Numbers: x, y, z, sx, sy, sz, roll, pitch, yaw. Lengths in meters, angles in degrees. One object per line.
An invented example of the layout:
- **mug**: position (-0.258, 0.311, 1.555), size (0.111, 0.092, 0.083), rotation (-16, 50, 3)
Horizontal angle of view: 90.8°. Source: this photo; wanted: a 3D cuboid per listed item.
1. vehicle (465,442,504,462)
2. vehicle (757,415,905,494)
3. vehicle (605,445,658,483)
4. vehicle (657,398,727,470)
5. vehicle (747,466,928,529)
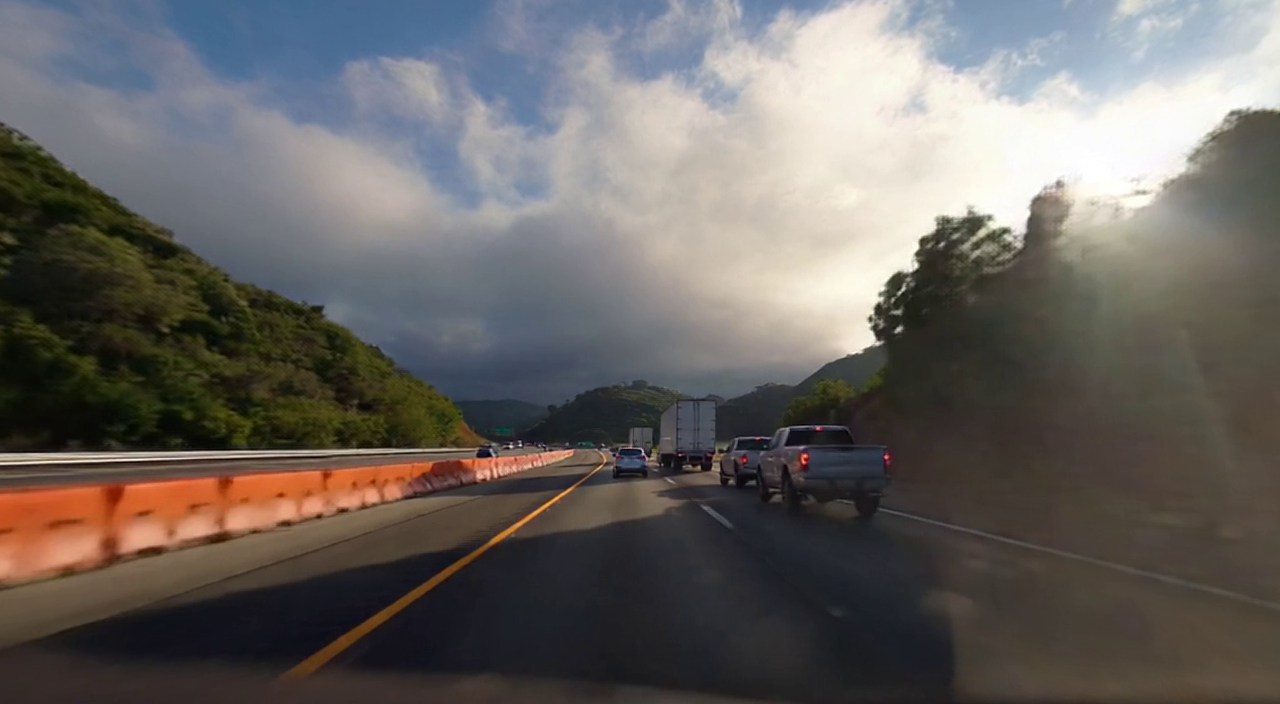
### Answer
- **vehicle**: position (-12.230, 7.885, 49.922), size (2.021, 1.499, 4.455), rotation (0, -9, -1)
- **vehicle**: position (4.005, 2.261, 14.048), size (1.873, 1.465, 4.264), rotation (0, -9, -1)
- **vehicle**: position (-0.351, 4.581, 25.991), size (2.029, 1.437, 3.794), rotation (0, -9, -1)
- **vehicle**: position (3.149, 5.815, 43.256), size (2.911, 4.099, 14.578), rotation (0, -9, -3)
- **vehicle**: position (3.958, 3.059, 13.883), size (2.129, 0.956, 5.390), rotation (0, -9, -2)
